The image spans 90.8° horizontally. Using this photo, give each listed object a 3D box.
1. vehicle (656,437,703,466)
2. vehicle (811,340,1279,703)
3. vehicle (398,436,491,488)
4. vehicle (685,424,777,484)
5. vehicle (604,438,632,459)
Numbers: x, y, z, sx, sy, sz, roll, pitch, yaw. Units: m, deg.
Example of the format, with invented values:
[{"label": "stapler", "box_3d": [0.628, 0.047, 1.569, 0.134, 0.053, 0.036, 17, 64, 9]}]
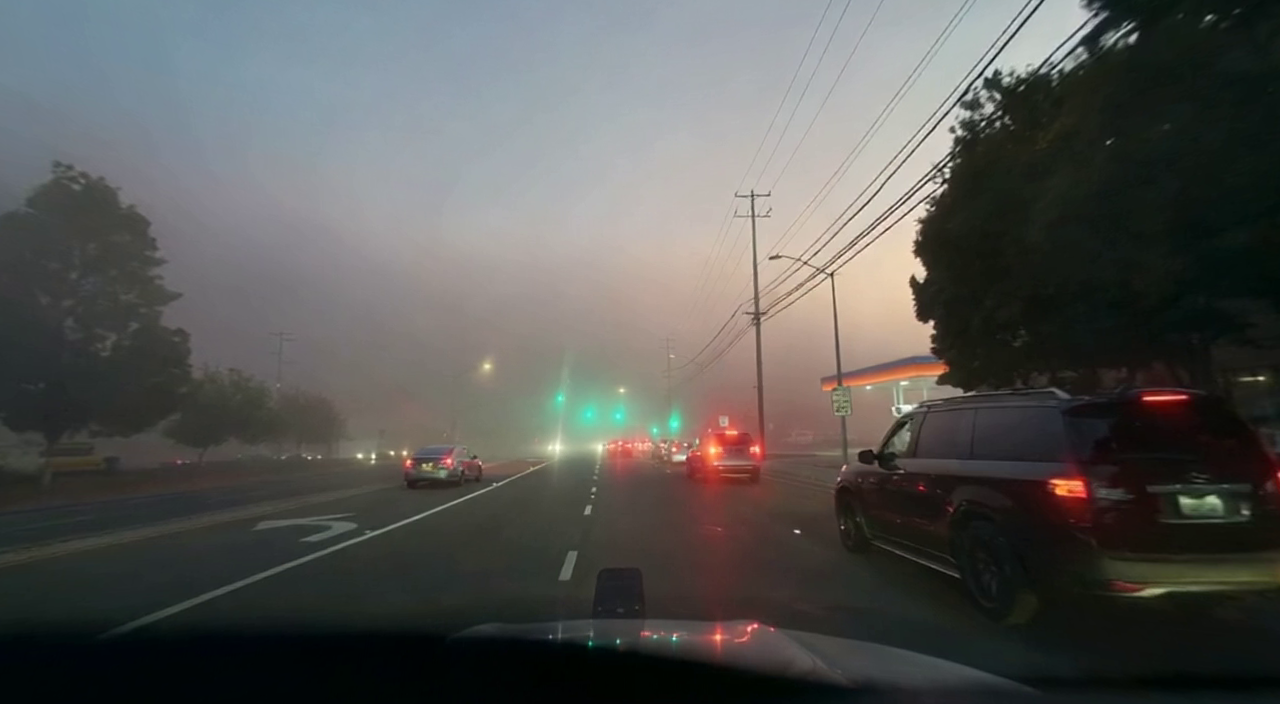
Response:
[{"label": "vehicle", "box_3d": [2.134, 5.521, 35.224, 1.945, 1.470, 4.363, 0, -9, -5]}, {"label": "vehicle", "box_3d": [3.724, 1.224, 5.834, 2.582, 1.810, 5.315, 0, -9, -3]}, {"label": "vehicle", "box_3d": [-6.204, 3.538, 20.596, 2.075, 1.470, 4.190, 0, -9, -6]}, {"label": "vehicle", "box_3d": [3.052, 3.578, 22.373, 2.124, 1.824, 4.973, 0, -9, -5]}, {"label": "vehicle", "box_3d": [-1.751, 7.534, 49.383, 2.065, 1.484, 3.894, 0, -9, -4]}]
